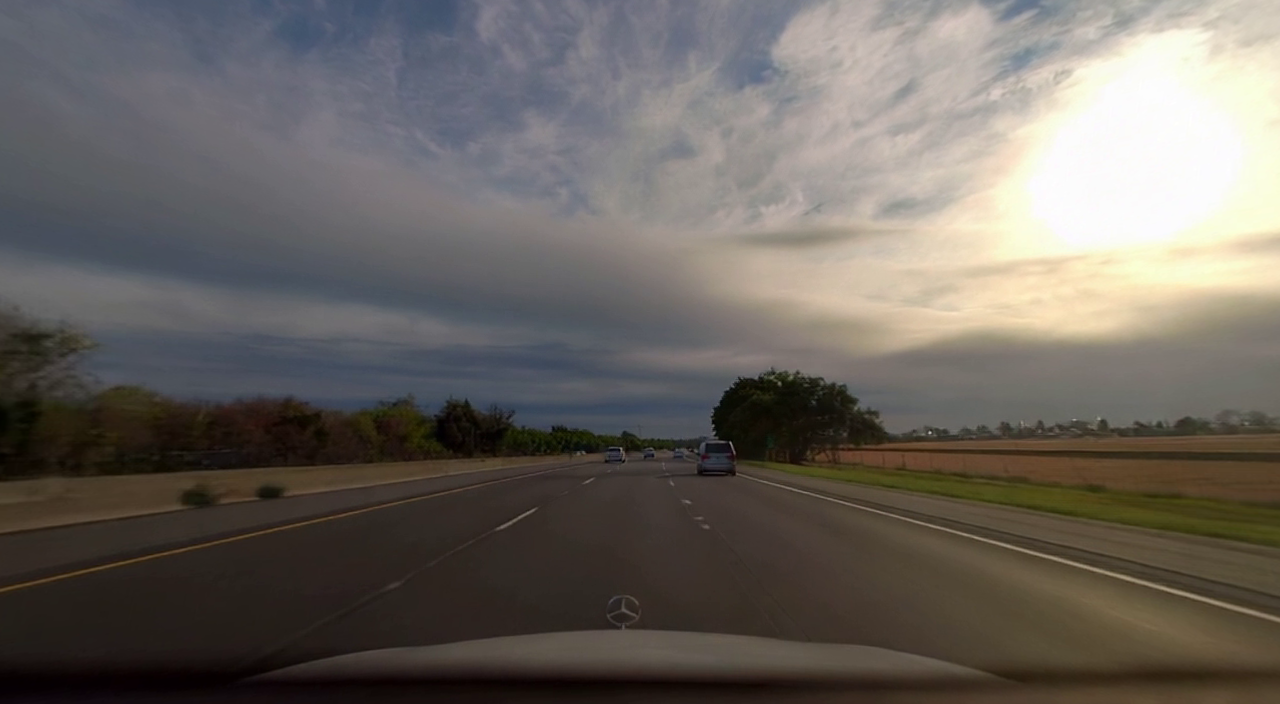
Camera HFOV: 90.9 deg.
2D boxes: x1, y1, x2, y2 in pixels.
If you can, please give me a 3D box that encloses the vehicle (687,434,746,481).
[{"bbox_3d":[3.502,4.974,29.801,2.219,2.033,4.911,0,-9,1],"label":"vehicle"}]
